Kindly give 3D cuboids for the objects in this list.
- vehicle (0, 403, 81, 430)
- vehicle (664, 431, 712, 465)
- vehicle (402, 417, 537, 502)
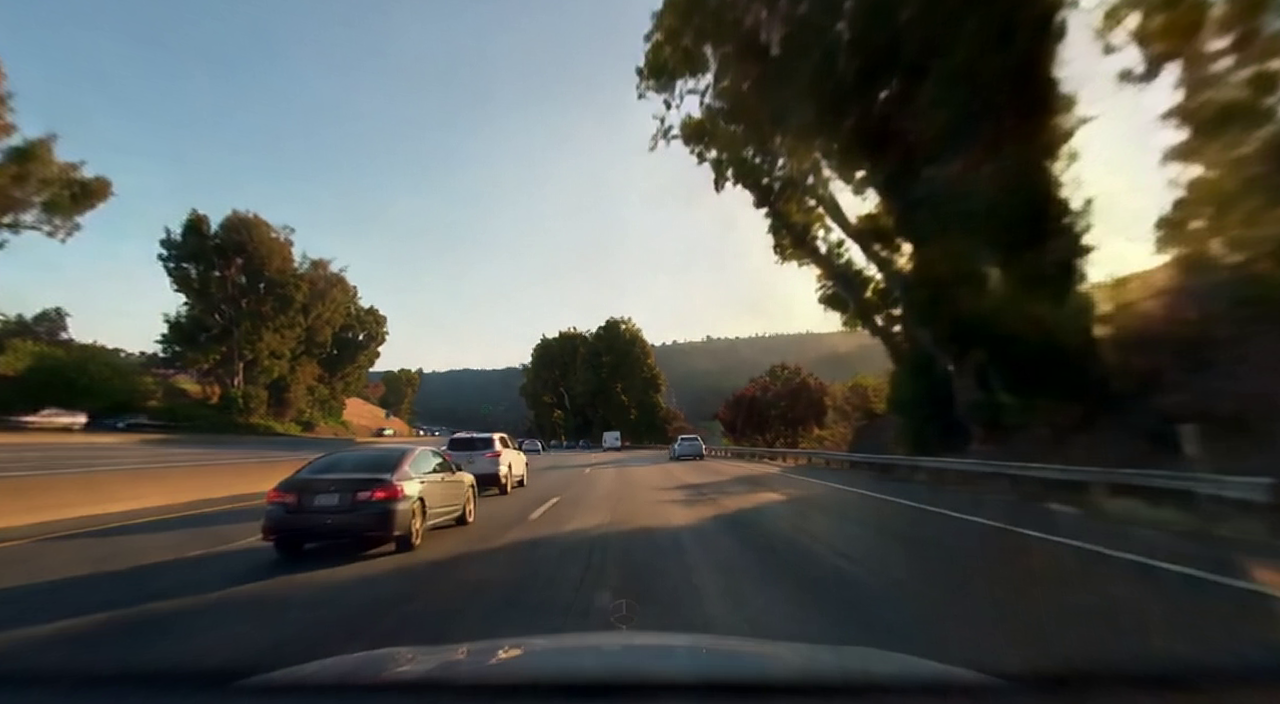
[{"bbox_3d":[-37.052,4.012,38.621,1.721,1.486,4.205,1,-9,-4],"label":"vehicle"},{"bbox_3d":[2.562,5.242,34.441,2.053,1.698,4.097,1,-9,-3],"label":"vehicle"},{"bbox_3d":[-3.788,2.488,14.865,2.002,1.680,4.301,0,-9,0],"label":"vehicle"}]
